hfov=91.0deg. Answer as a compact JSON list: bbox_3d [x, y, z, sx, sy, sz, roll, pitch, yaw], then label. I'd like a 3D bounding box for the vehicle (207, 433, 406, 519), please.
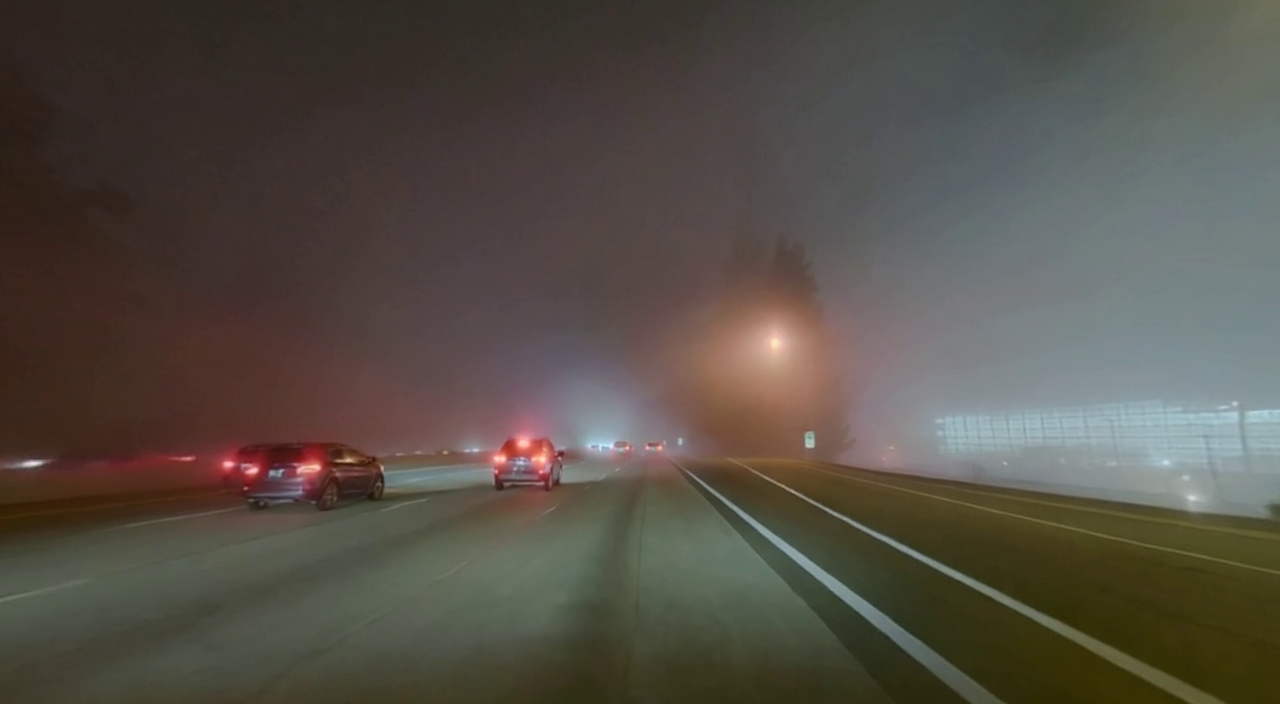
[{"bbox_3d":[-7.466,2.811,14.794,2.071,1.661,4.540,-1,-9,2],"label":"vehicle"}]

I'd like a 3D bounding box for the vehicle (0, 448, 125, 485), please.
[{"bbox_3d":[-26.849,5.275,29.388,1.861,1.565,4.332,-1,-9,1],"label":"vehicle"}]

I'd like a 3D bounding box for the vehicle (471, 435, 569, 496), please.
[{"bbox_3d":[-3.702,3.600,20.394,2.158,1.717,4.375,-1,-9,2],"label":"vehicle"}]
